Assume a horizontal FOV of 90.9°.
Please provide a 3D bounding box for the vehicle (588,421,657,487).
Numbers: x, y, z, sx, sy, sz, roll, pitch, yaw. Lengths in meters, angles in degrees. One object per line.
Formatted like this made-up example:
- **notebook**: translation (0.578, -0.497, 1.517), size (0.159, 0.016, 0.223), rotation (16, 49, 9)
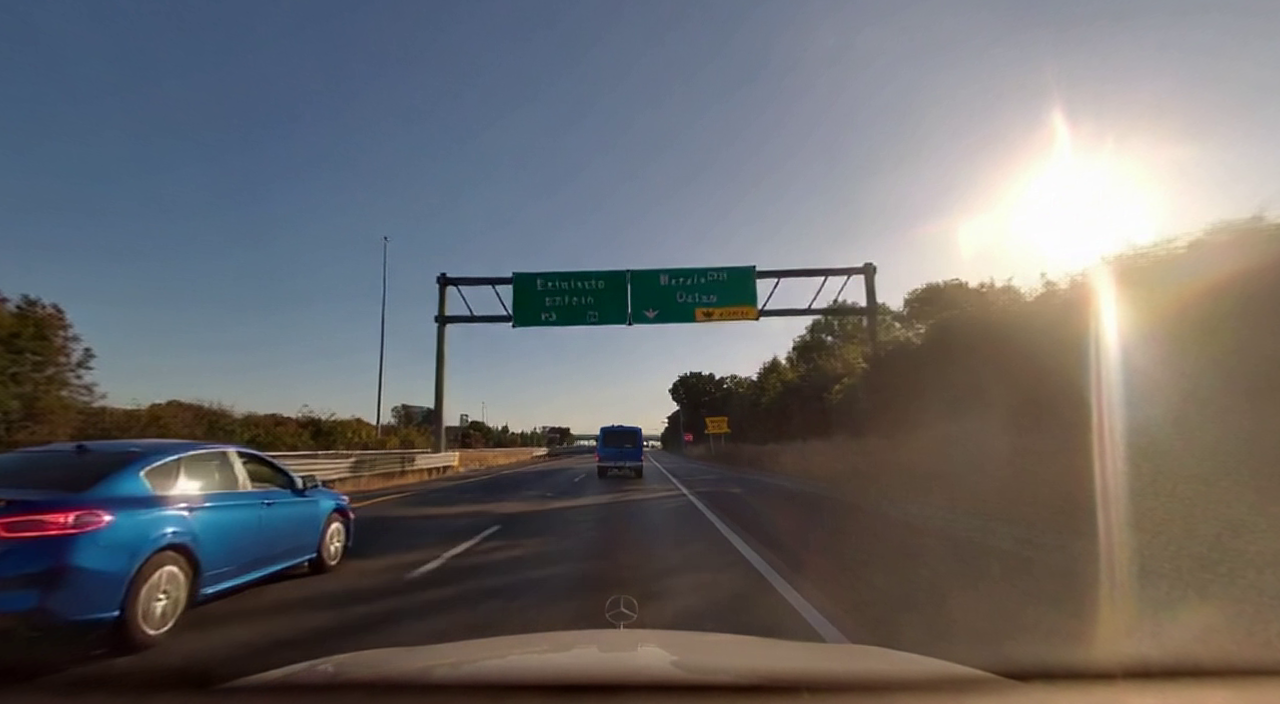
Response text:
- **vehicle**: translation (-0.584, 3.701, 23.065), size (2.248, 2.154, 4.892), rotation (0, -9, 0)

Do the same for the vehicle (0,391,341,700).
- **vehicle**: translation (-4.596, 1.306, 5.118), size (2.198, 1.666, 4.311), rotation (0, -9, 0)
